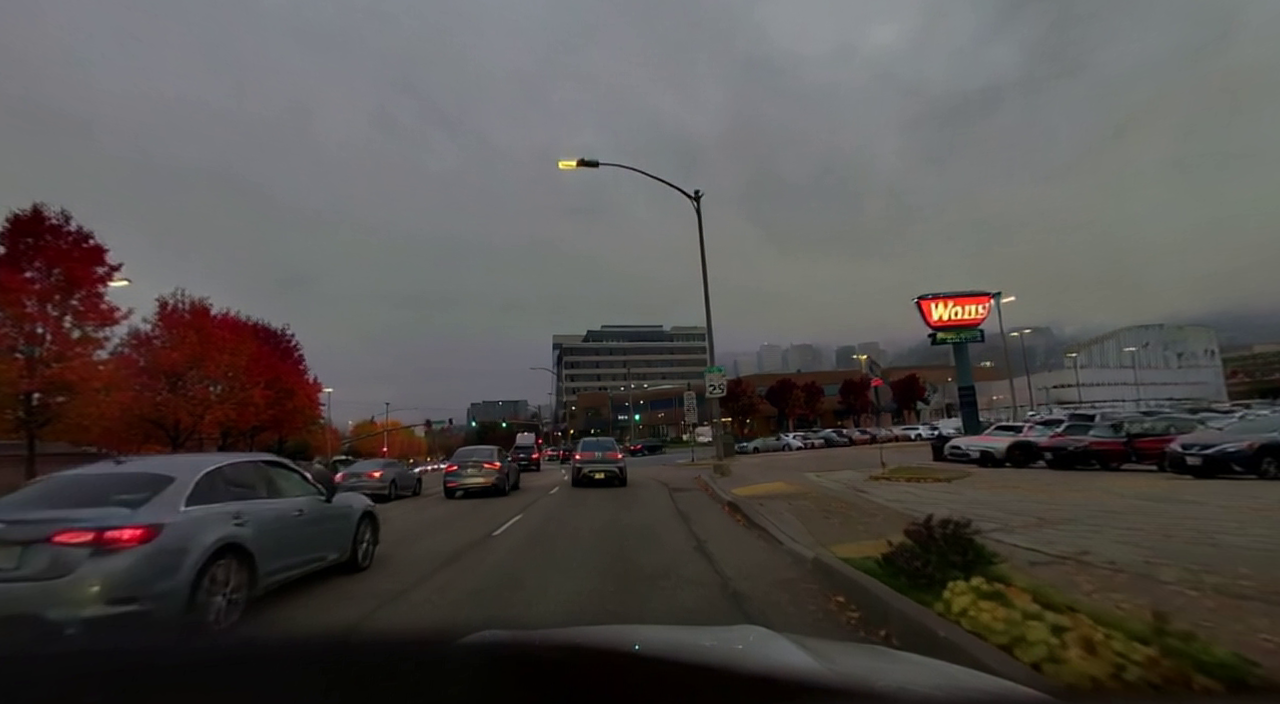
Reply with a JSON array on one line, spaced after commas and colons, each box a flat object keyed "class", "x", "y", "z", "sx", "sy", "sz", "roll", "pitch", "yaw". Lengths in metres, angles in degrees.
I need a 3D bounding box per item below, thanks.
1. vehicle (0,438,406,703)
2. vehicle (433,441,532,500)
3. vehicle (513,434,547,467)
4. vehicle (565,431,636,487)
[{"class": "vehicle", "x": -4.265, "y": 1.609, "z": 5.974, "sx": 2.090, "sy": 1.506, "sz": 5.326, "roll": 1, "pitch": -9, "yaw": -1}, {"class": "vehicle", "x": -4.630, "y": 3.529, "z": 19.232, "sx": 1.974, "sy": 1.549, "sz": 4.603, "roll": 1, "pitch": -9, "yaw": -2}, {"class": "vehicle", "x": -7.249, "y": 6.506, "z": 41.566, "sx": 2.082, "sy": 2.018, "sz": 4.308, "roll": 2, "pitch": -9, "yaw": -9}, {"class": "vehicle", "x": -1.379, "y": 3.586, "z": 21.336, "sx": 2.144, "sy": 1.704, "sz": 4.028, "roll": 1, "pitch": -9, "yaw": -5}]
